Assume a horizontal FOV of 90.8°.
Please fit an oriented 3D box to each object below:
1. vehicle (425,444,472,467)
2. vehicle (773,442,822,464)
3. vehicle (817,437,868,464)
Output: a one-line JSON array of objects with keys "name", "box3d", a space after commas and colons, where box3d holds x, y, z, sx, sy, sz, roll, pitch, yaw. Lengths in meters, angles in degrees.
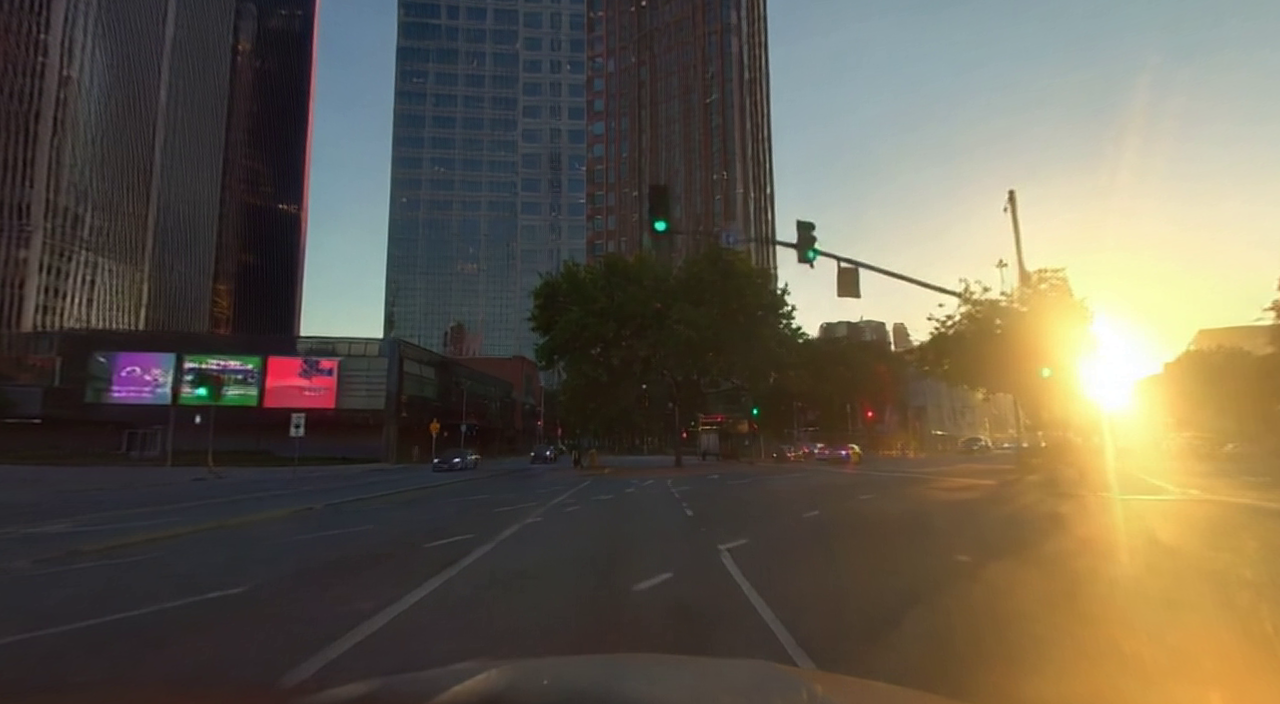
[{"name": "vehicle", "box3d": [-14.909, 8.062, 49.467, 2.161, 1.681, 4.743, 0, -8, 1]}, {"name": "vehicle", "box3d": [11.668, 7.420, 46.510, 2.023, 1.527, 5.016, -5, -10, 31]}, {"name": "vehicle", "box3d": [14.637, 7.051, 45.387, 2.232, 1.814, 5.285, -5, -10, 31]}]
